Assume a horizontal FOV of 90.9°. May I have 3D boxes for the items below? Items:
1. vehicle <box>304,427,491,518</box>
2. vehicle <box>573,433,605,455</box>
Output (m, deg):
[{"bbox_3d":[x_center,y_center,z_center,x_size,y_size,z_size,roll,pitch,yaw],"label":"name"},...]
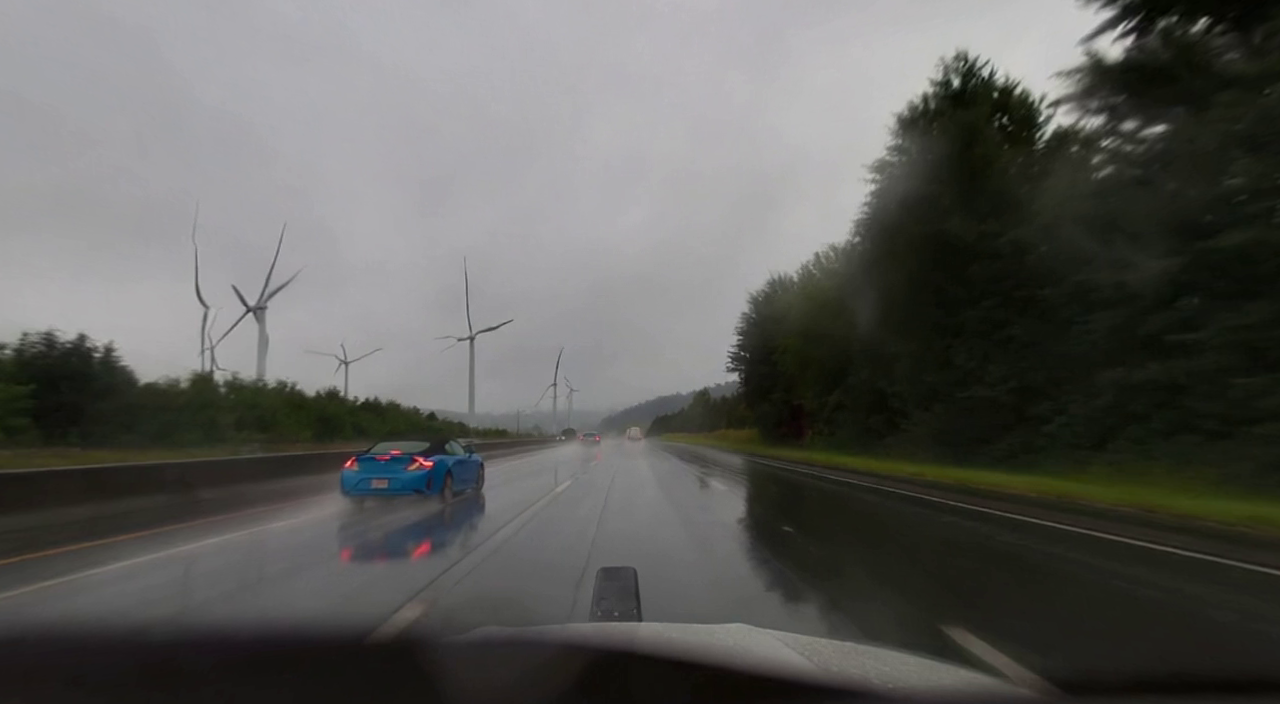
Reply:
[{"bbox_3d":[-4.324,2.187,12.069,1.969,1.413,4.194,0,-8,-1],"label":"vehicle"},{"bbox_3d":[-3.538,6.399,44.123,2.024,1.456,3.754,0,-8,-1],"label":"vehicle"}]
